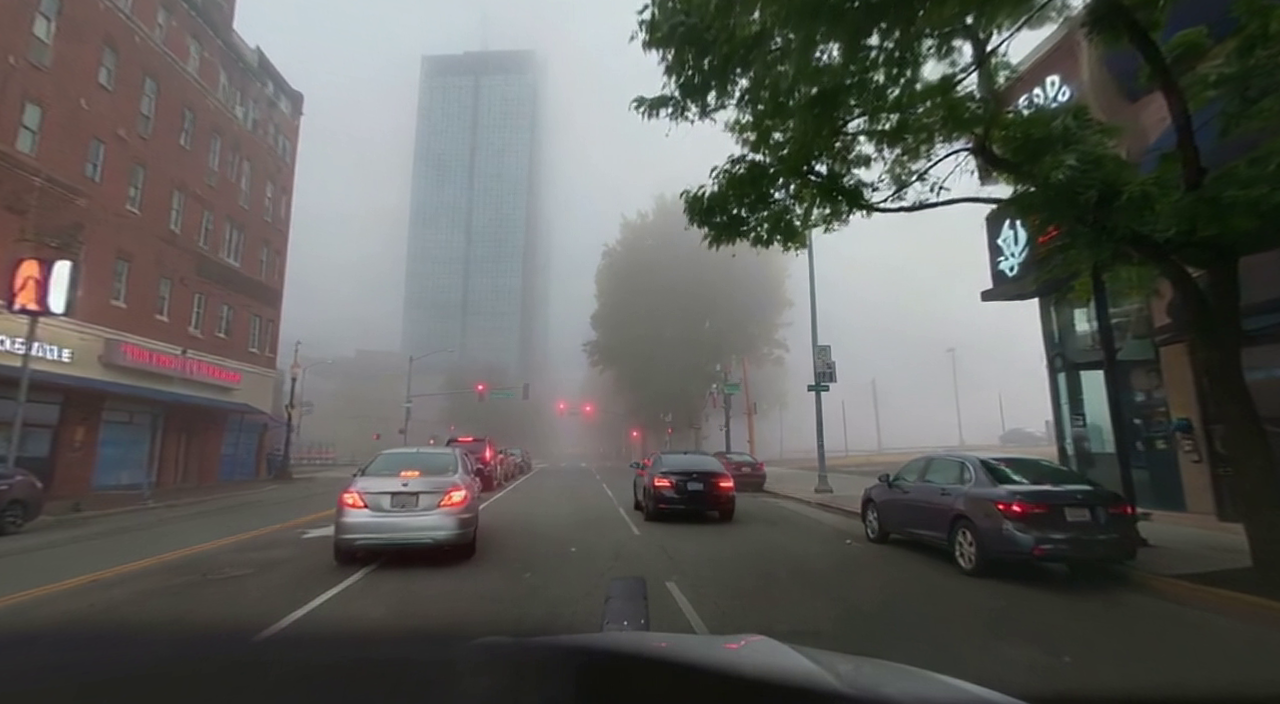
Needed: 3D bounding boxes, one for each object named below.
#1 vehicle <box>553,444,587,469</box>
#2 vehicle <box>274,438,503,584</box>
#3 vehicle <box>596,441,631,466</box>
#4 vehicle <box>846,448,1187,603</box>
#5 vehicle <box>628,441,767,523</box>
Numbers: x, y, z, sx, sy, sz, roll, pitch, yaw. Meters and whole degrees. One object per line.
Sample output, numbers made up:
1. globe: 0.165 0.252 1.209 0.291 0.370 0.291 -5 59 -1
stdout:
1. vehicle: -4.563 6.766 41.077 2.102 1.521 4.078 1 -9 -6
2. vehicle: -3.065 1.953 8.761 2.169 1.427 4.531 2 -9 -13
3. vehicle: -2.123 7.832 48.933 2.418 1.816 4.300 1 -9 -6
4. vehicle: 4.554 2.083 8.509 1.986 1.555 3.879 1 -9 -4
5. vehicle: 1.009 2.694 13.707 2.150 1.464 4.467 1 -9 -6
